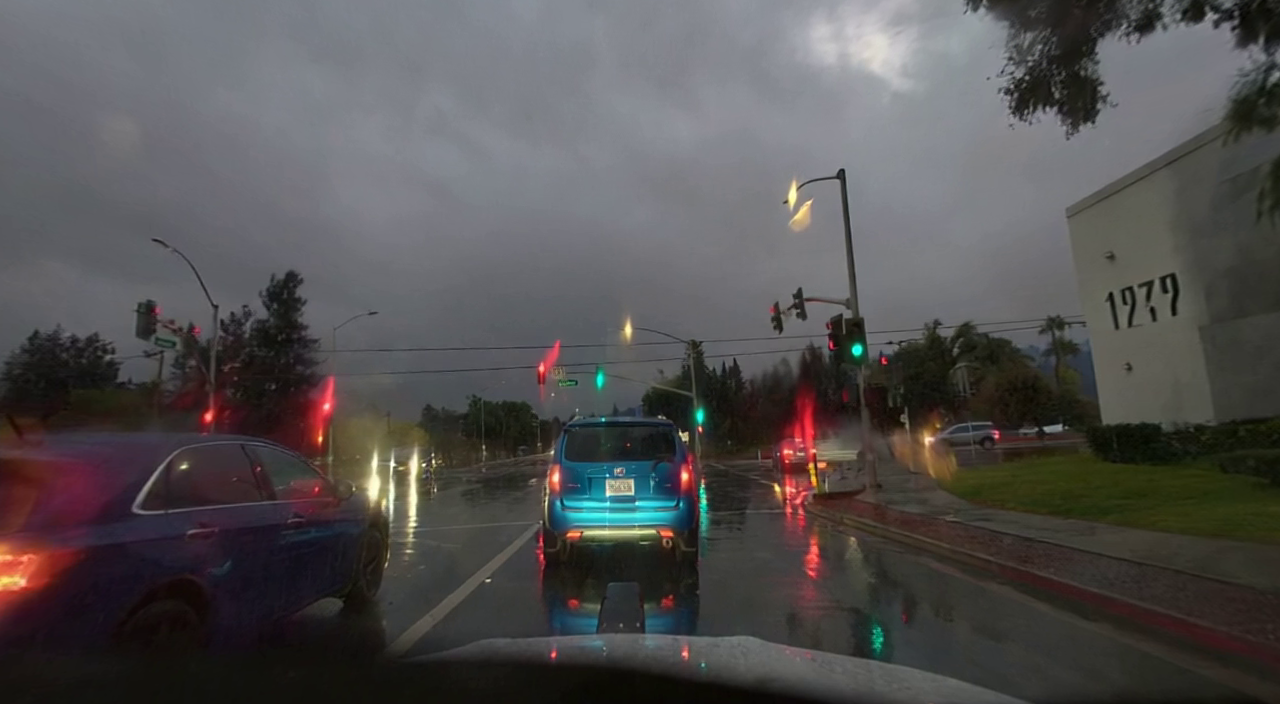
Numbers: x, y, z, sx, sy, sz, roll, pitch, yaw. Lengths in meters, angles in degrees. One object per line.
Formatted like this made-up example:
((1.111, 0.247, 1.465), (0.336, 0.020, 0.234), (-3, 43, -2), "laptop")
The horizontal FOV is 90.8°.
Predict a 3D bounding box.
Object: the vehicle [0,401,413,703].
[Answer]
((-3.376, 1.261, 4.558), (2.011, 1.527, 4.008), (0, -8, -1), "vehicle")

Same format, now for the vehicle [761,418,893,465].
((8.243, 4.039, 28.386), (5.215, 1.967, 2.392), (-1, -8, 4), "vehicle")

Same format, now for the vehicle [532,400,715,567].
((-0.186, 1.799, 9.332), (2.059, 1.877, 4.249), (0, -8, 0), "vehicle")

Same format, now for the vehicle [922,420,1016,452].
((19.650, 5.041, 37.751), (4.872, 1.806, 2.107), (3, -9, -20), "vehicle")
